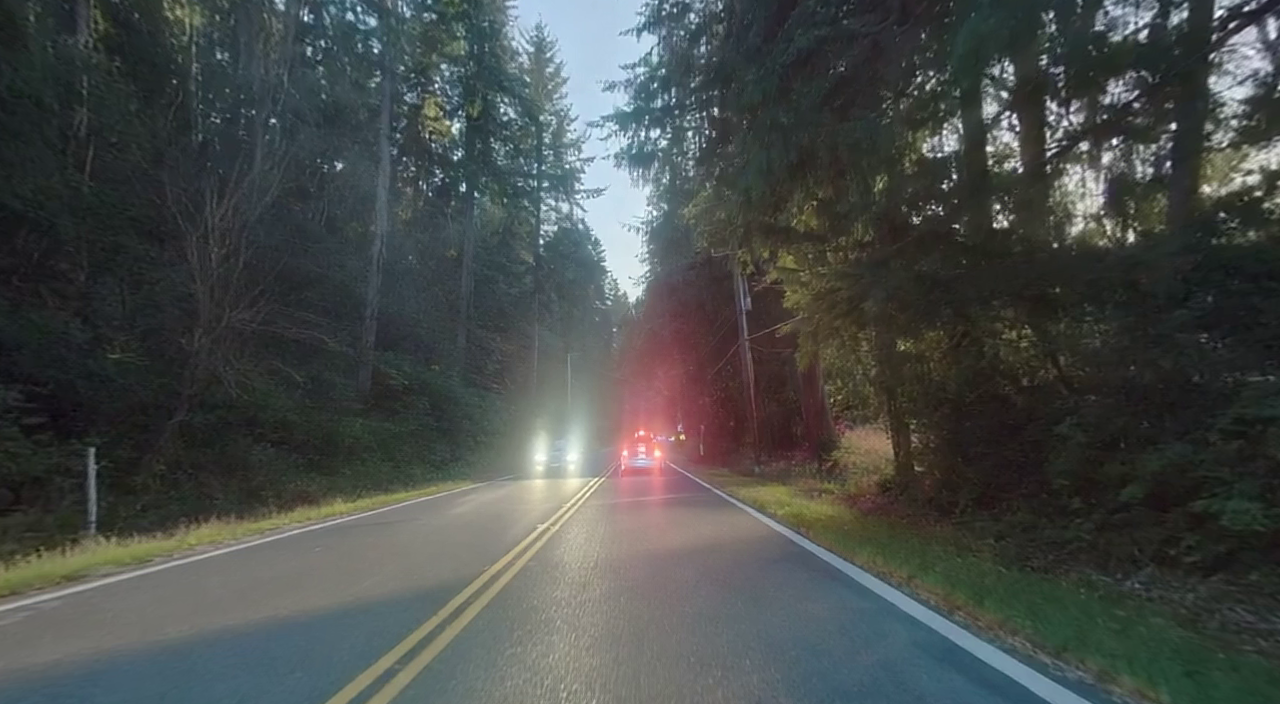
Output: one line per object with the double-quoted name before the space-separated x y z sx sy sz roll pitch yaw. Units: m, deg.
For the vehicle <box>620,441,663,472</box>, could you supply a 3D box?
"vehicle" 0.008 5.456 33.104 2.081 1.503 3.726 0 -8 -2
